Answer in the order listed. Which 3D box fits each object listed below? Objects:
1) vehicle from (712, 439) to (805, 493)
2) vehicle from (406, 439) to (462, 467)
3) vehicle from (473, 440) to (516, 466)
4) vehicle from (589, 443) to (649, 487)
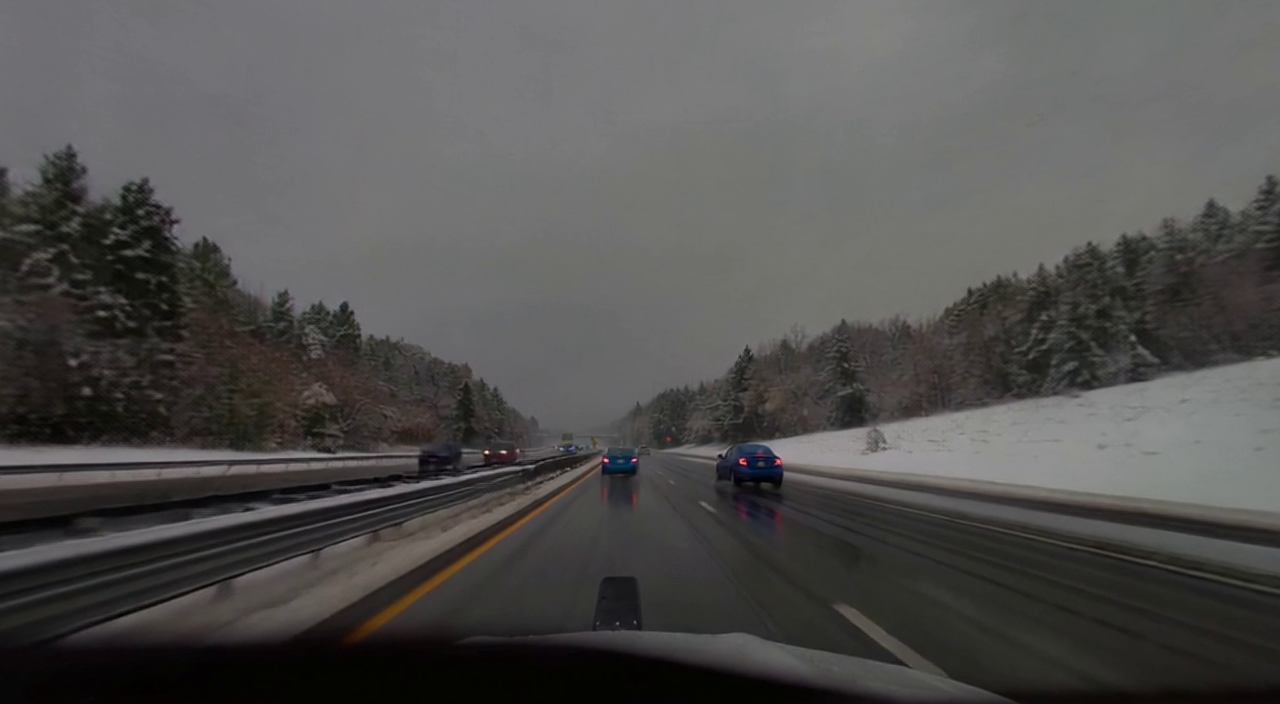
[{"bbox_3d":[3.785,3.741,20.919,2.300,1.595,4.144,-1,-9,0],"label":"vehicle"},{"bbox_3d":[-13.783,6.771,42.156,2.213,1.731,4.671,0,-9,-1],"label":"vehicle"},{"bbox_3d":[-10.277,7.159,44.511,2.044,1.661,4.534,0,-9,-1],"label":"vehicle"},{"bbox_3d":[-0.776,4.381,24.633,2.128,1.516,4.410,0,-9,-1],"label":"vehicle"}]
